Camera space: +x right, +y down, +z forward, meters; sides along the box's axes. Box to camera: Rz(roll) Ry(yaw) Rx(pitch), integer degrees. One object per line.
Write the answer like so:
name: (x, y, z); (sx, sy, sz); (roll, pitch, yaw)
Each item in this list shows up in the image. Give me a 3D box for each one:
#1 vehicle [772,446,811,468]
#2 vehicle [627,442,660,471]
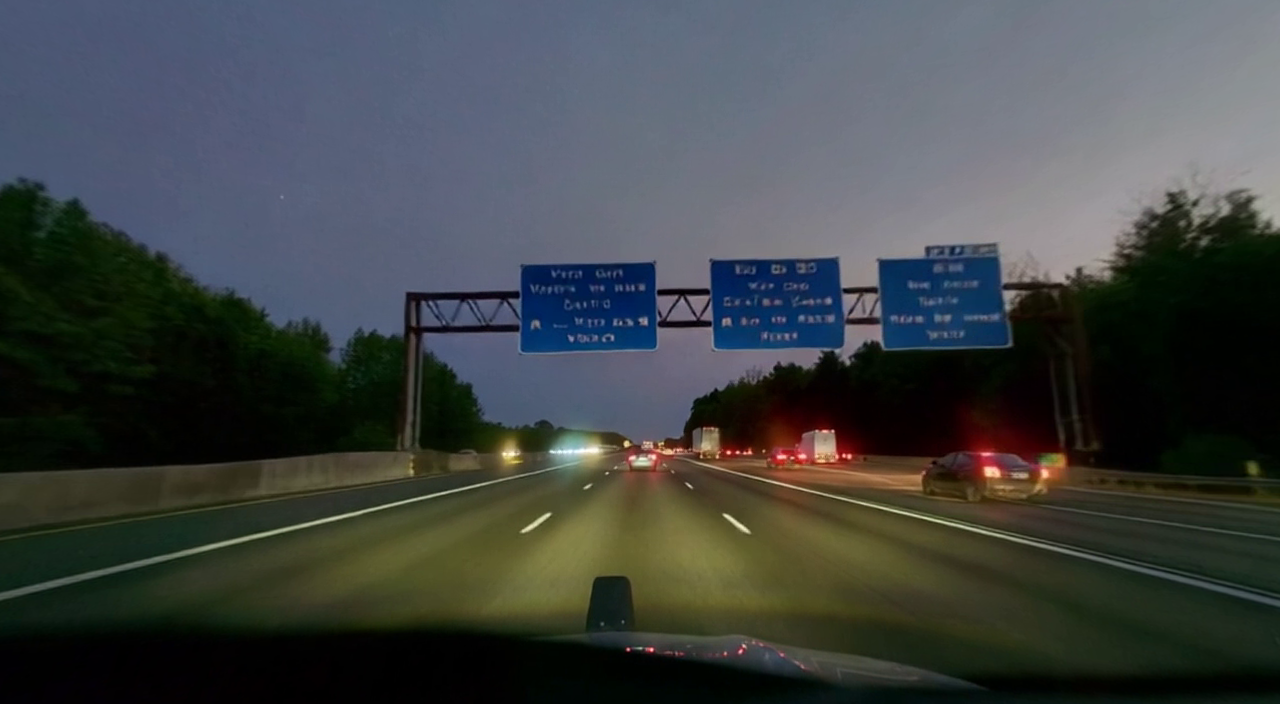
vehicle: (11.797, 8.213, 49.401); (1.989, 1.591, 4.348); (0, -9, 0)
vehicle: (0.226, 7.239, 43.819); (2.167, 1.847, 4.097); (0, -9, 0)
